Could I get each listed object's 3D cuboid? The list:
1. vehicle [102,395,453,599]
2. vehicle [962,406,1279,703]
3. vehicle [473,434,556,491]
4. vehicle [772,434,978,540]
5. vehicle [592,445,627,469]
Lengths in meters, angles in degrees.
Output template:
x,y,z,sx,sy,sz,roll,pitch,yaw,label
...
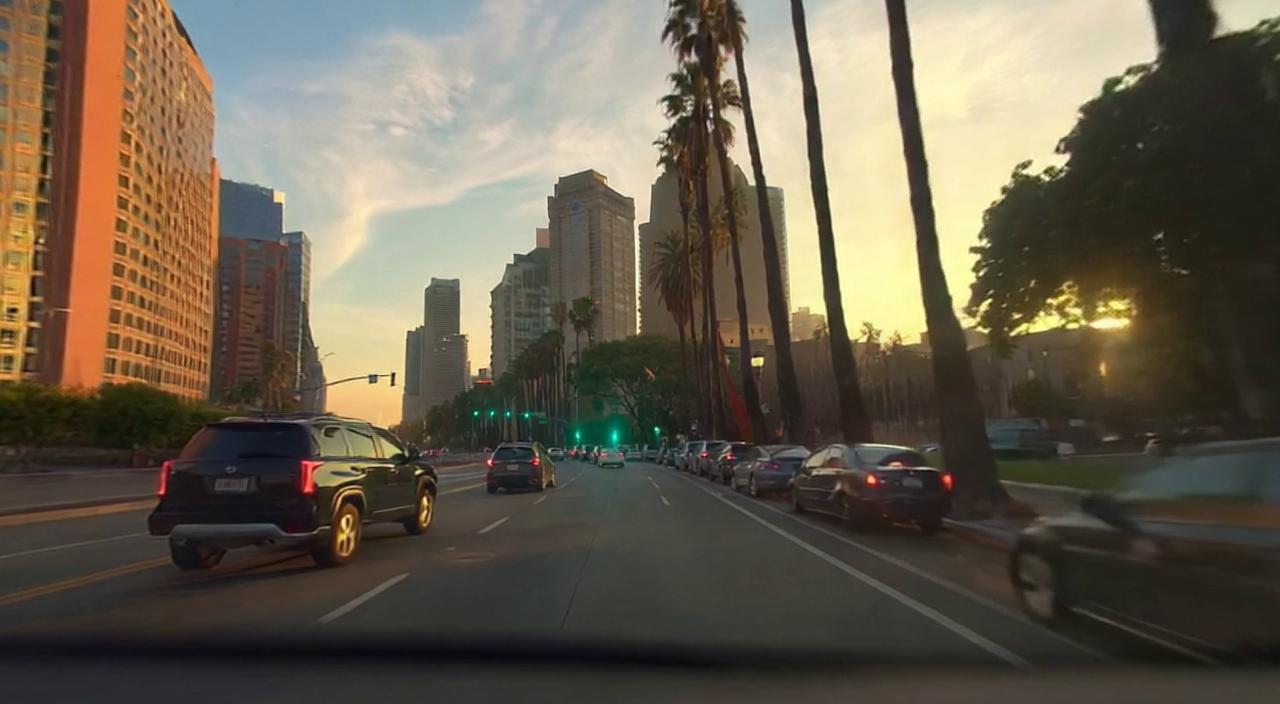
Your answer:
x,y,z,sx,sy,sz,roll,pitch,yaw,label
-3.859,1.605,7.775,1.800,1.797,4.224,0,-9,-1,vehicle
3.879,1.047,3.176,1.925,1.486,4.744,0,-8,-1,vehicle
-4.150,3.750,21.637,2.014,1.740,4.392,0,-9,-1,vehicle
3.891,2.304,11.436,1.873,1.511,4.523,0,-8,-2,vehicle
-1.990,6.726,40.405,2.036,1.461,3.890,1,-9,-6,vehicle
